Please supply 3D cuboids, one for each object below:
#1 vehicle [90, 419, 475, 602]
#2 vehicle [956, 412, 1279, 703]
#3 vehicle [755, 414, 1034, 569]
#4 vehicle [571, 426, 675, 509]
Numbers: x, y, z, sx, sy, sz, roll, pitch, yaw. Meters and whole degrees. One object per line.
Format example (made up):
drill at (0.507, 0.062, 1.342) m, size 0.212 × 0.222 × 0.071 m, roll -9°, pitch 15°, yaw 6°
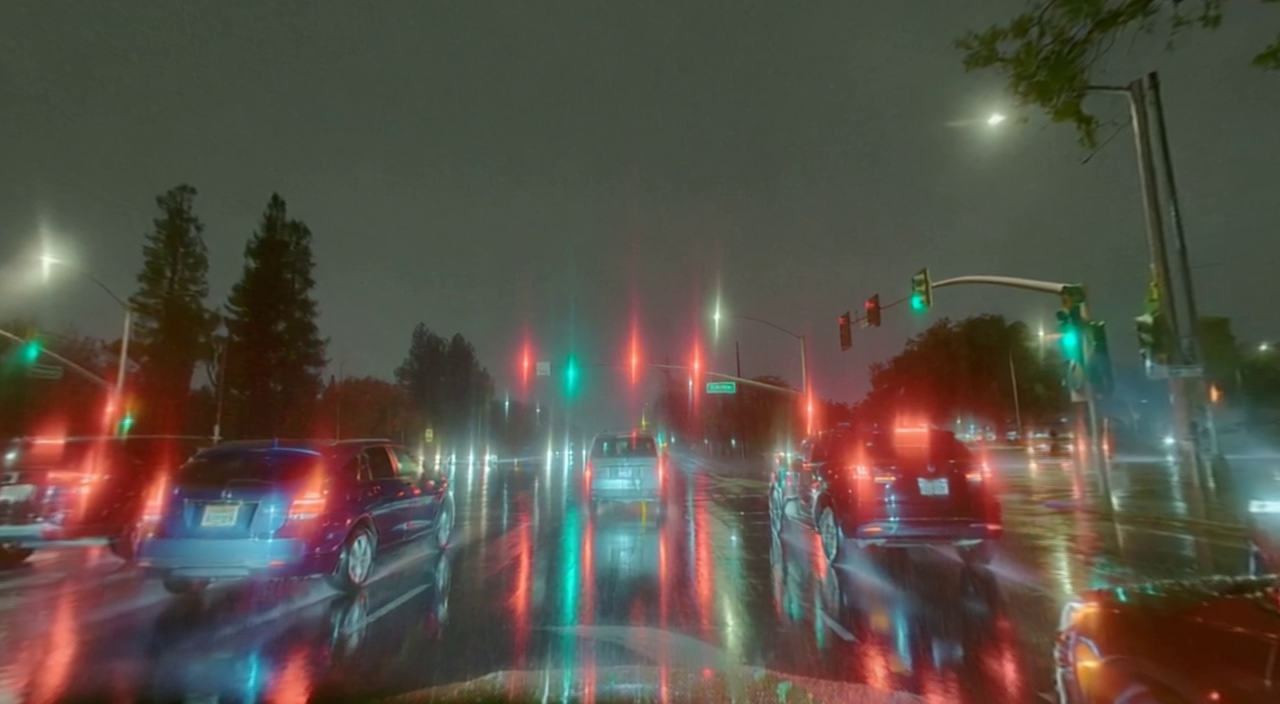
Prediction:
vehicle at (-3.538, 1.637, 7.462) m, size 1.941 × 1.492 × 4.399 m, roll 0°, pitch -8°, yaw 1°
vehicle at (3.228, 0.941, 2.193) m, size 1.960 × 1.460 × 4.233 m, roll 0°, pitch -8°, yaw -1°
vehicle at (3.269, 1.881, 9.342) m, size 2.097 × 1.707 × 4.461 m, roll 0°, pitch -8°, yaw -2°
vehicle at (-0.366, 2.751, 15.467) m, size 2.215 × 1.749 × 3.976 m, roll 0°, pitch -8°, yaw 0°
